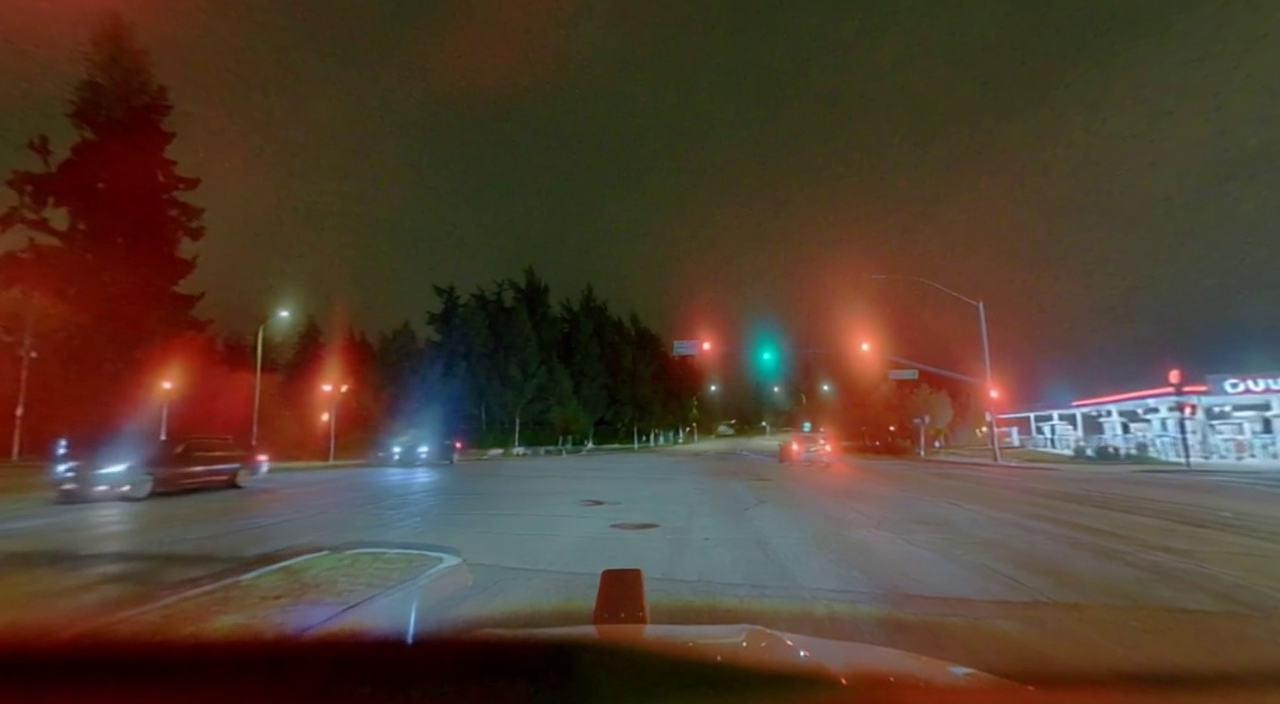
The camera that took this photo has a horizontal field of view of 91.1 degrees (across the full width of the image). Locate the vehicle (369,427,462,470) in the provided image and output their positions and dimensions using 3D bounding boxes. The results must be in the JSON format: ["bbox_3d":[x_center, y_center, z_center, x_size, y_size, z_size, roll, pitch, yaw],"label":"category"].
[{"bbox_3d":[-10.072,4.392,28.587,2.090,1.779,4.697,-1,-9,6],"label":"vehicle"}]

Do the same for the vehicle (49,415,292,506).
[{"bbox_3d":[-10.993,2.581,15.276,2.112,1.853,4.516,-1,-9,5],"label":"vehicle"}]

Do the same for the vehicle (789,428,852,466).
[{"bbox_3d":[8.706,4.653,30.670,2.090,1.717,4.063,0,-8,4],"label":"vehicle"}]
